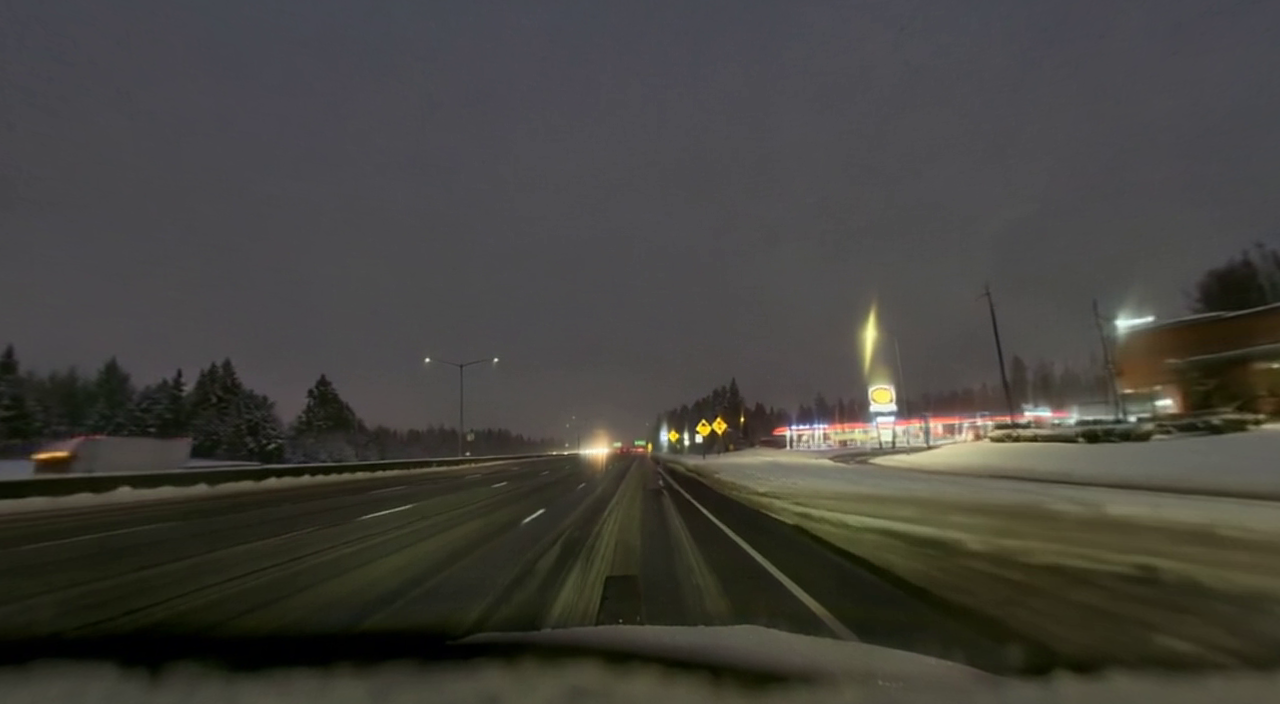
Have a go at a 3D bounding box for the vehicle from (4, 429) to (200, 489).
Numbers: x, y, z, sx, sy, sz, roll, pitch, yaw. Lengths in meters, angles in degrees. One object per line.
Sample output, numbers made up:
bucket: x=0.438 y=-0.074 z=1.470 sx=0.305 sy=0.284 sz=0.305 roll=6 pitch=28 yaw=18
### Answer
vehicle: x=-31.597 y=6.356 z=37.880 sx=2.984 sy=3.100 sz=9.755 roll=0 pitch=-9 yaw=1
